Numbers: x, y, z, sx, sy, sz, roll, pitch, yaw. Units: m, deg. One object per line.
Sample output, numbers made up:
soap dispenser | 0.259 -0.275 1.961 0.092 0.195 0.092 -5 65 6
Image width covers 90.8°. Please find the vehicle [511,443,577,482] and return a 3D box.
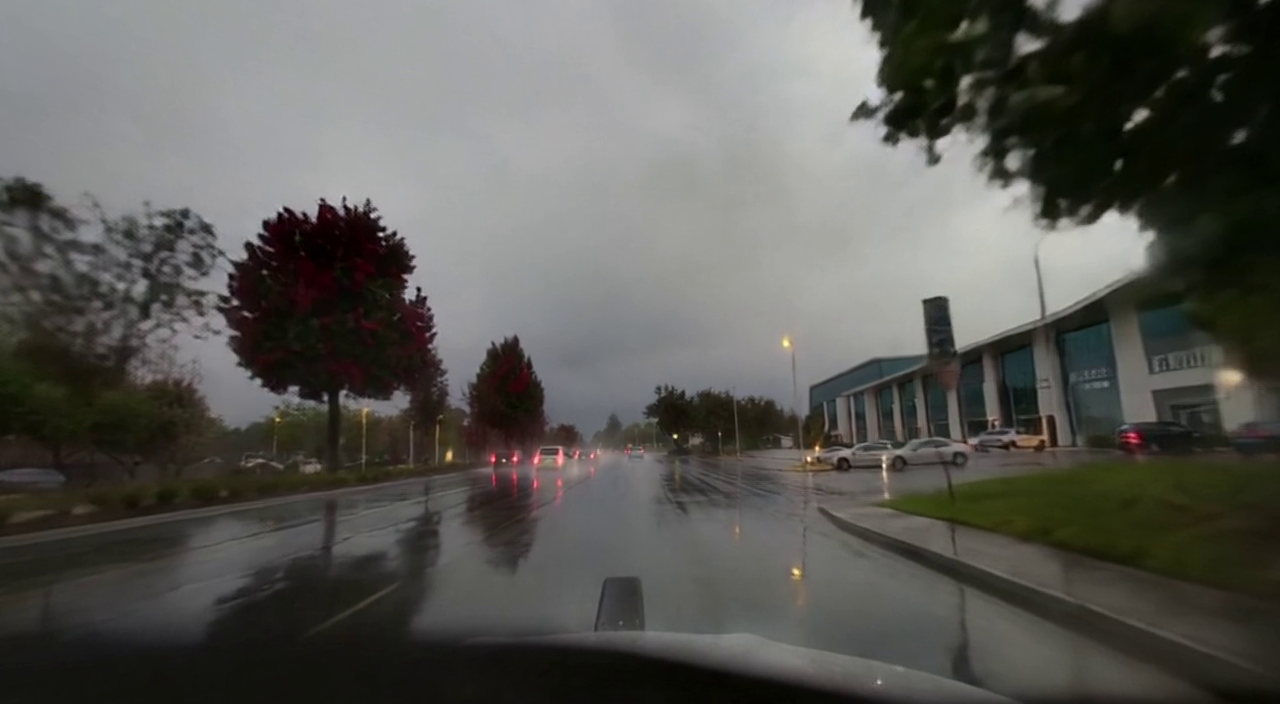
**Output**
vehicle | -3.962 4.636 26.969 2.011 1.483 4.596 0 -8 1

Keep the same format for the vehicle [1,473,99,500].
vehicle | -37.075 8.460 39.781 4.232 1.578 1.759 1 -9 -2

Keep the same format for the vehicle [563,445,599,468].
vehicle | -3.900 6.958 42.244 1.971 1.414 4.317 0 -8 1

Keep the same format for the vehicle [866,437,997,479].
vehicle | 12.991 4.740 28.395 4.790 1.439 2.034 -5 -8 1

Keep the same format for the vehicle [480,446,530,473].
vehicle | -8.169 6.501 38.596 1.976 1.497 4.709 0 -8 1

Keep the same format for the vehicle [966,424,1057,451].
vehicle | 25.480 5.894 43.452 4.939 1.818 1.989 1 -8 -1

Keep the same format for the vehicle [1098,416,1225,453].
vehicle | 25.121 4.013 30.563 4.154 1.662 2.113 -1 -8 1
